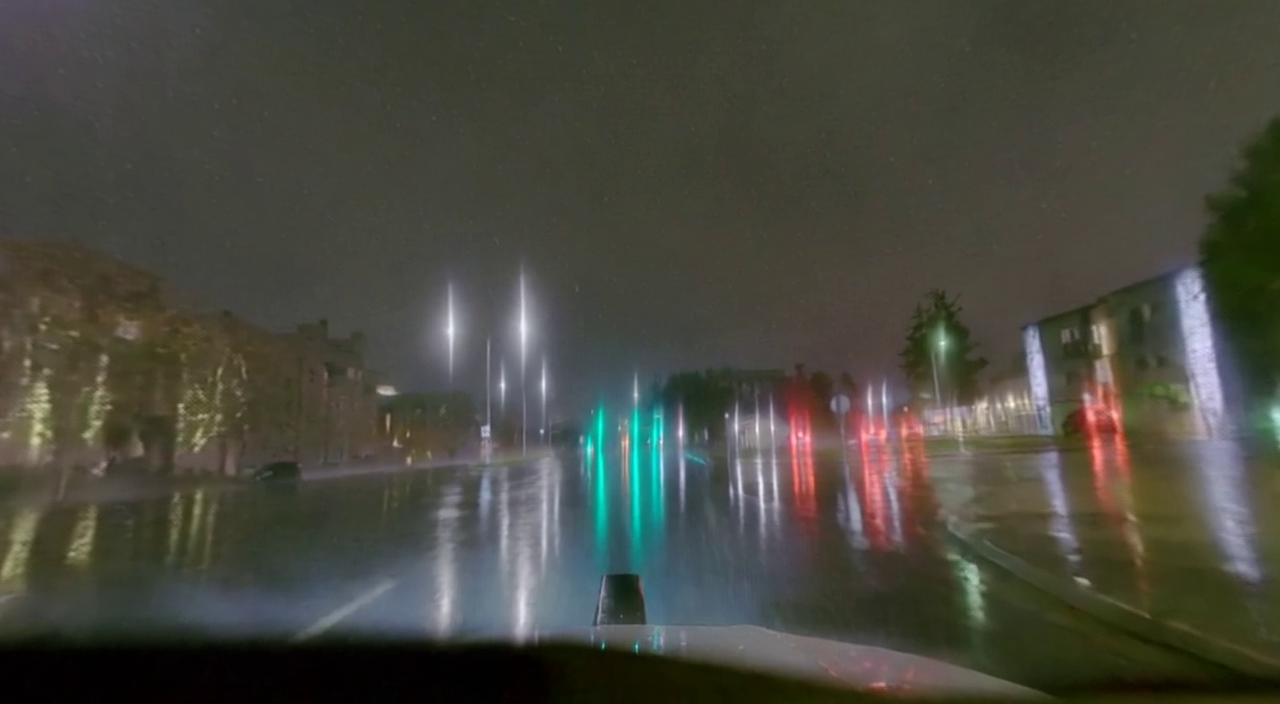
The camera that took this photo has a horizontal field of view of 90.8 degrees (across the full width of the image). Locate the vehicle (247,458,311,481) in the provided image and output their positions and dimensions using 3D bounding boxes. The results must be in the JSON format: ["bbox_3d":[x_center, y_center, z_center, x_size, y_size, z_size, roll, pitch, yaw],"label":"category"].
[{"bbox_3d":[-26.038,8.504,45.797,1.828,1.448,4.689,-1,-8,1],"label":"vehicle"}]

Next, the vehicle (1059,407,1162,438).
[{"bbox_3d":[29.990,4.523,40.352,4.934,1.910,2.165,0,-7,-3],"label":"vehicle"}]

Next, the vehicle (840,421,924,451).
[{"bbox_3d":[15.076,5.264,39.461,4.268,1.589,2.156,-2,-9,-6],"label":"vehicle"}]
